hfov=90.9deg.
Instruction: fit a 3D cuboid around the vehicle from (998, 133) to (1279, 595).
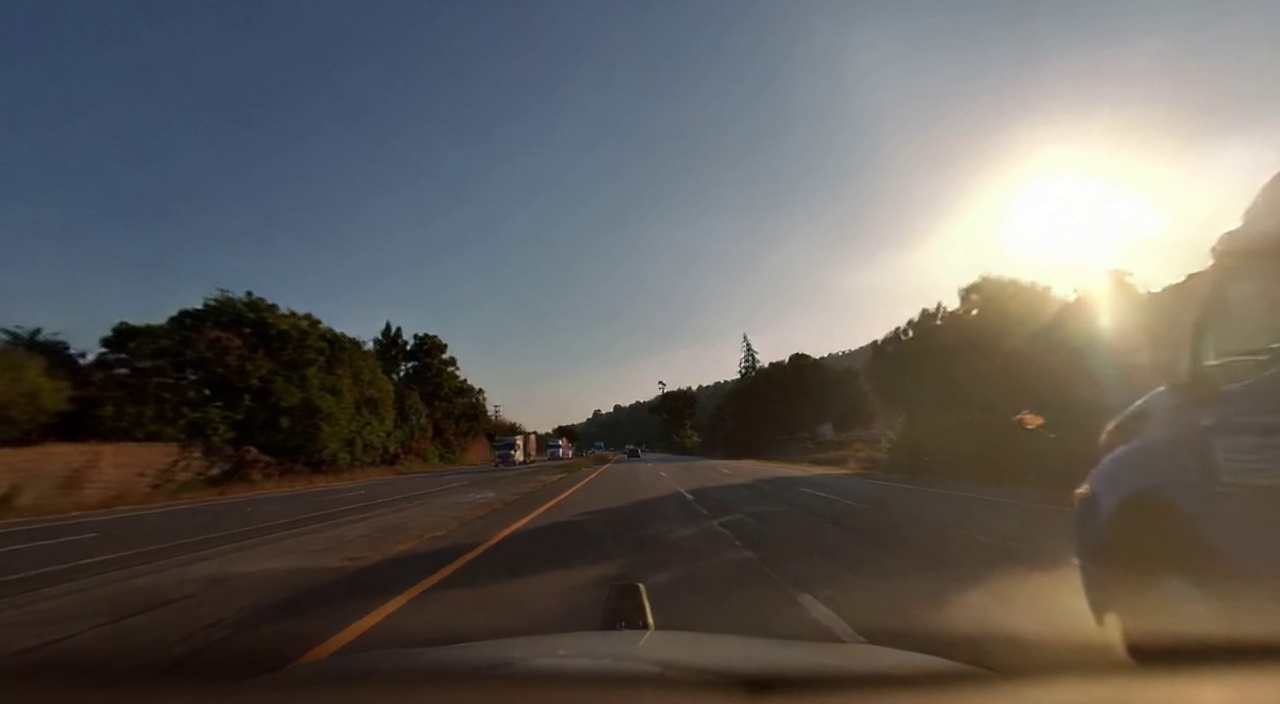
[{"bbox_3d":[7.048,0.261,6.500,3.026,3.953,5.811,0,-9,-1],"label":"vehicle"}]
